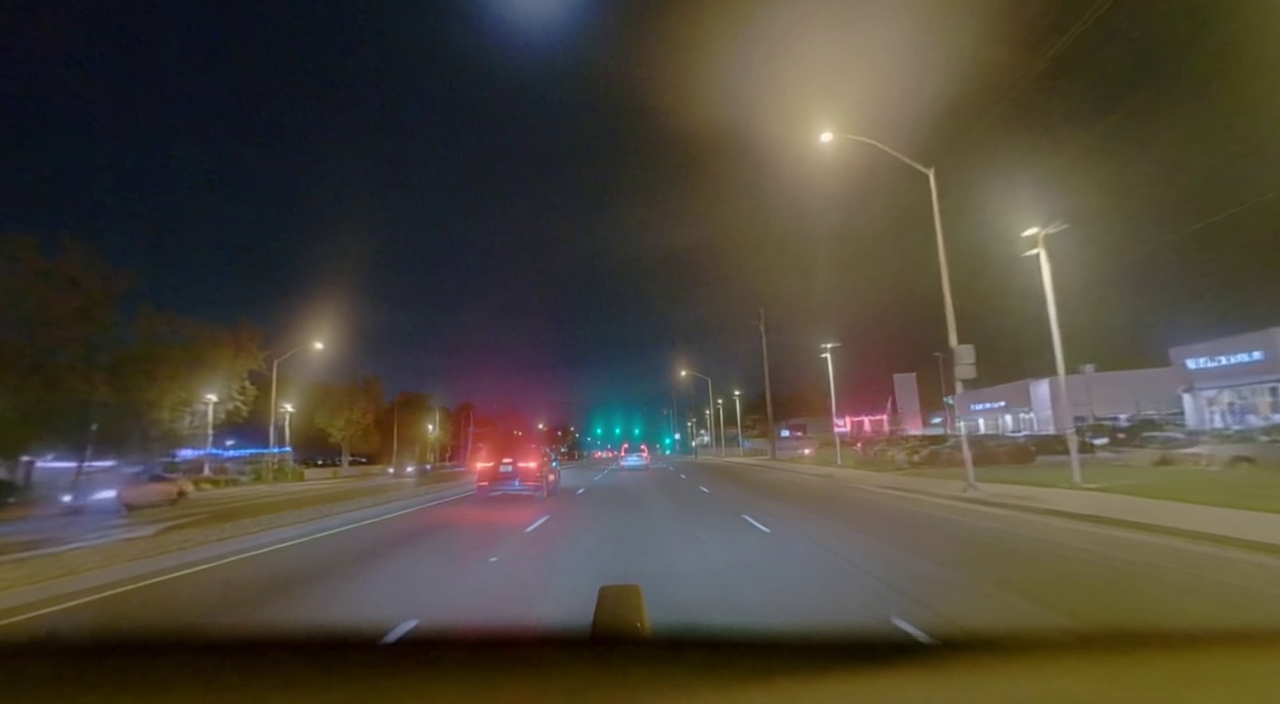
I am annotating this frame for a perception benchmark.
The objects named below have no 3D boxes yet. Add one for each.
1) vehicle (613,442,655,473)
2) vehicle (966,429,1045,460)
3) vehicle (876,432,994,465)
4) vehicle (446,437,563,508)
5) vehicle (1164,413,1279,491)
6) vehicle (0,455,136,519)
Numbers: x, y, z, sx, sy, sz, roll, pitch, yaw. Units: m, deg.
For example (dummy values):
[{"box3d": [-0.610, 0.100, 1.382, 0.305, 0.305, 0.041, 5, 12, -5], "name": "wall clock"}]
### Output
[{"box3d": [-0.328, 5.385, 32.370, 2.019, 1.459, 4.005, 0, -9, -1], "name": "vehicle"}, {"box3d": [19.185, 4.897, 33.267, 1.813, 1.503, 3.864, 0, -9, 0], "name": "vehicle"}, {"box3d": [13.995, 4.591, 30.075, 4.630, 1.497, 2.016, 0, -9, 0], "name": "vehicle"}, {"box3d": [-3.178, 2.920, 15.734, 1.939, 1.496, 4.309, 0, -9, 0], "name": "vehicle"}, {"box3d": [14.365, 2.128, 13.560, 4.249, 1.527, 2.094, 0, -9, -1], "name": "vehicle"}, {"box3d": [-23.087, 5.046, 24.202, 2.416, 2.082, 6.190, 0, -9, -2], "name": "vehicle"}]
